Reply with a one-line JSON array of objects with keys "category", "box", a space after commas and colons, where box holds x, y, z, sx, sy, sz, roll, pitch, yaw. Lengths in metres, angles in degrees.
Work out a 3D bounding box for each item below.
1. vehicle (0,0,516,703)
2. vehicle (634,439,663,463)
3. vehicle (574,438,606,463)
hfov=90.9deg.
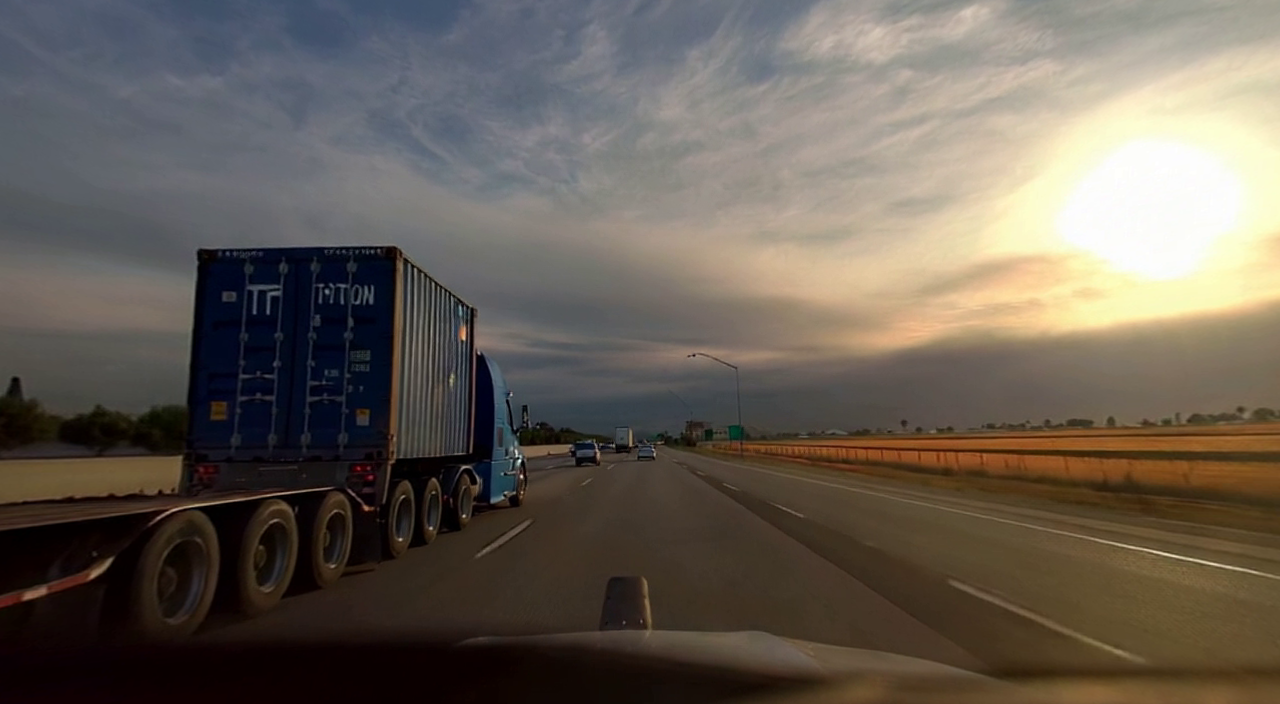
[{"category": "vehicle", "box": [-3.966, 0.080, 5.128, 2.840, 4.032, 13.388, 0, -8, 2]}, {"category": "vehicle", "box": [0.657, 7.597, 48.603, 2.136, 1.718, 4.157, 0, -8, 0]}, {"category": "vehicle", "box": [-3.643, 7.272, 46.573, 1.995, 1.745, 4.187, 0, -8, 1]}]
